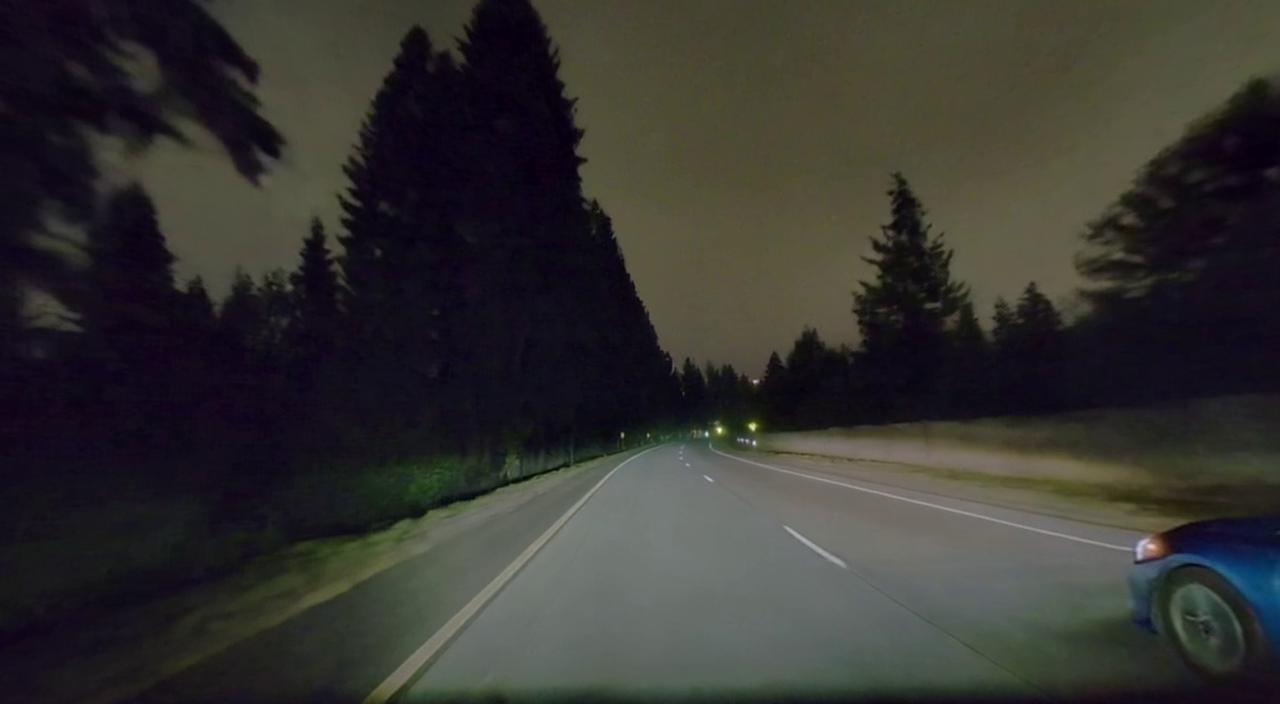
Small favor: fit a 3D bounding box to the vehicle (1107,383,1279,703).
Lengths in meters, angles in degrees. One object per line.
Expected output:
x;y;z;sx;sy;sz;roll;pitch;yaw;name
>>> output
3.505;0.646;0.893;2.061;1.503;4.823;0;-8;1;vehicle
